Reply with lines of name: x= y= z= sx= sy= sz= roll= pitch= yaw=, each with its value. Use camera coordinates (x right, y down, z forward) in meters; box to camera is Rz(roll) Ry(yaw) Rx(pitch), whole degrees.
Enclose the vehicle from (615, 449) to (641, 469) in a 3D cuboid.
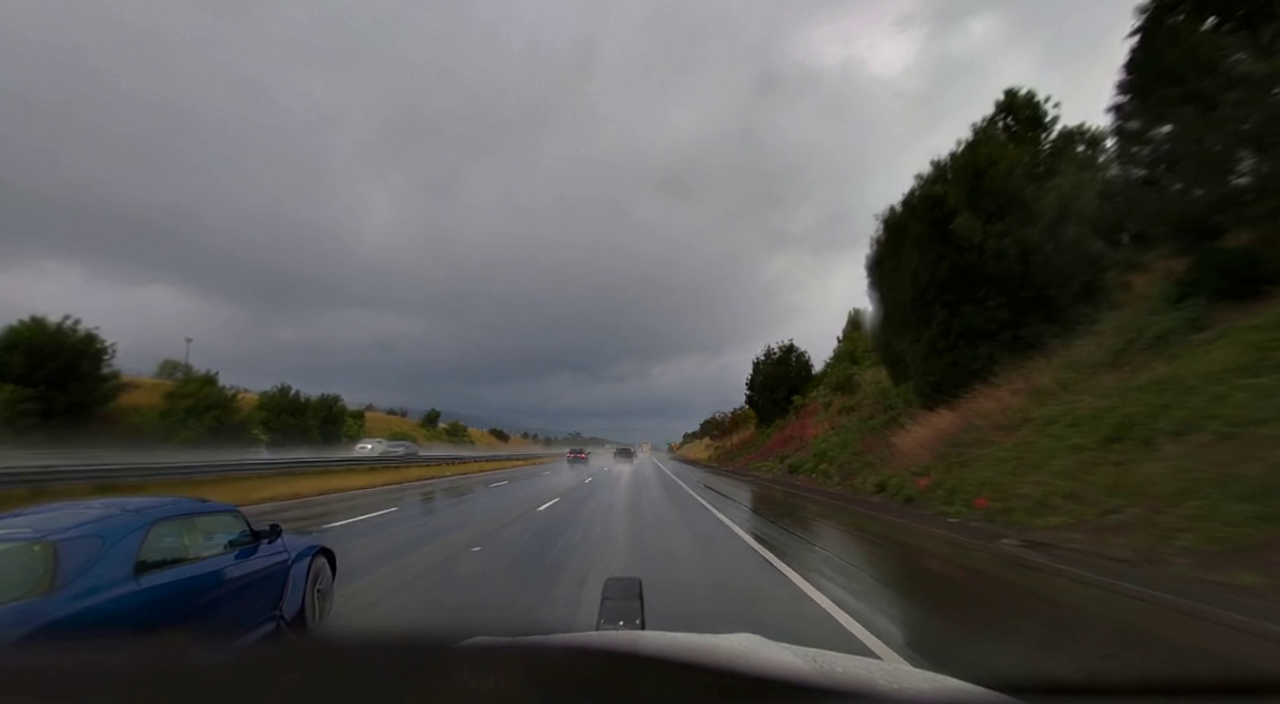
vehicle: x=-0.908 y=8.325 z=49.202 sx=1.891 sy=1.456 sz=3.806 roll=0 pitch=-9 yaw=0
